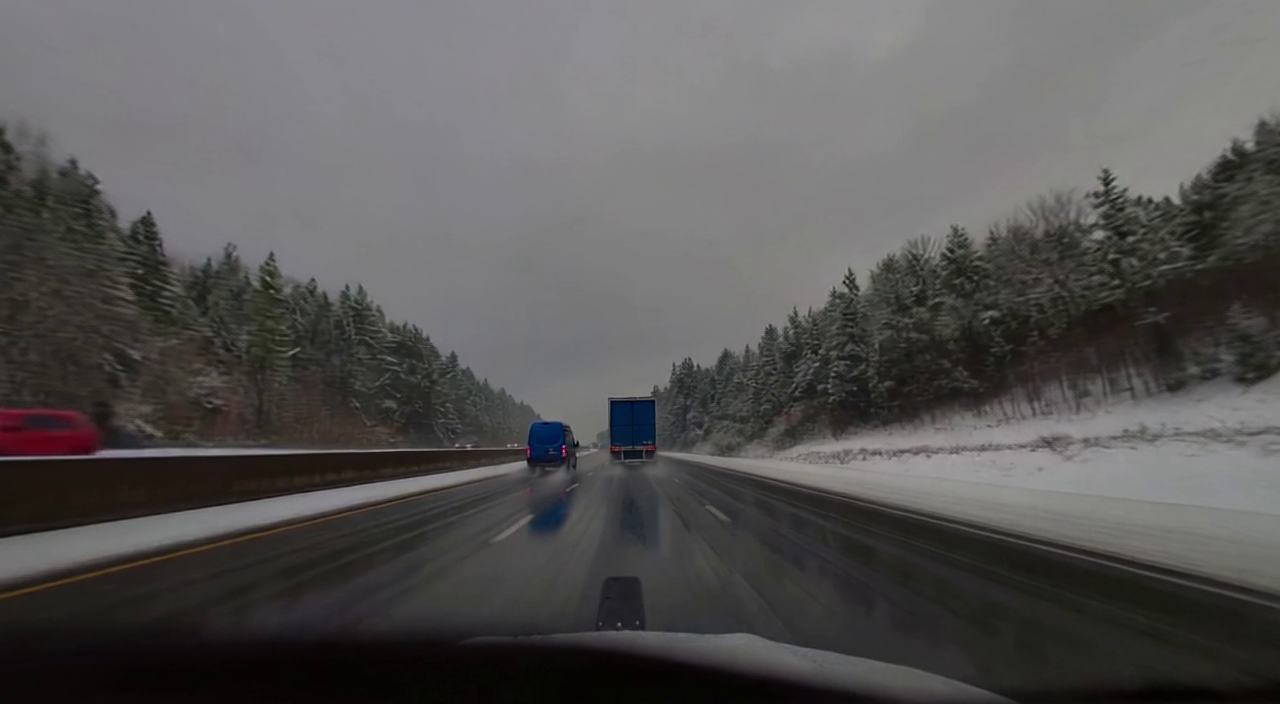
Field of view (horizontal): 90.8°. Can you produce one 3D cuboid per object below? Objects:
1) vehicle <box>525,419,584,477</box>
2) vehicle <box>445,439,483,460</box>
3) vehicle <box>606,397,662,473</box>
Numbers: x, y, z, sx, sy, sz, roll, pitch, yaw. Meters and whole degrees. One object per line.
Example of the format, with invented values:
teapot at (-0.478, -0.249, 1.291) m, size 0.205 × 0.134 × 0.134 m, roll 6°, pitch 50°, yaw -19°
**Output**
vehicle at (-4.459, 5.208, 34.162) m, size 2.357 × 2.786 × 6.144 m, roll 0°, pitch -9°, yaw 0°
vehicle at (-13.558, 7.544, 48.809) m, size 1.729 × 1.572 × 4.411 m, roll 0°, pitch -9°, yaw 0°
vehicle at (-0.359, 5.230, 38.935) m, size 2.995 × 4.036 × 10.311 m, roll 0°, pitch -9°, yaw 0°
